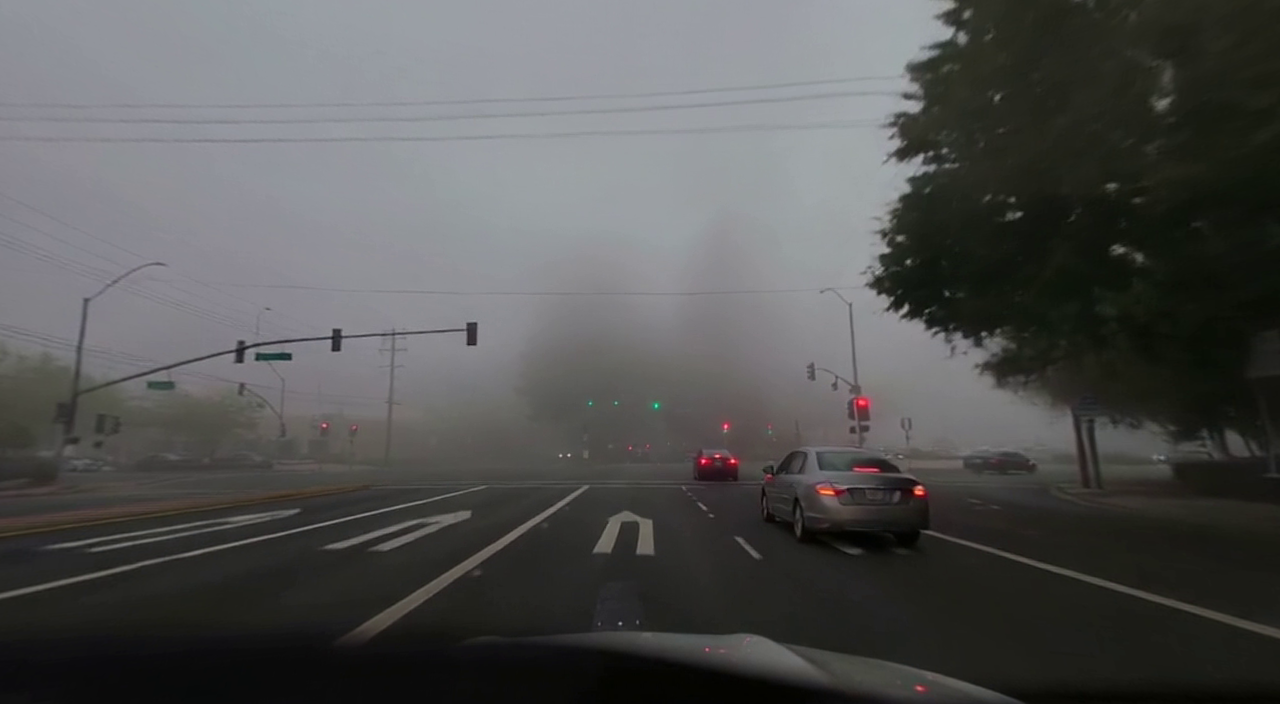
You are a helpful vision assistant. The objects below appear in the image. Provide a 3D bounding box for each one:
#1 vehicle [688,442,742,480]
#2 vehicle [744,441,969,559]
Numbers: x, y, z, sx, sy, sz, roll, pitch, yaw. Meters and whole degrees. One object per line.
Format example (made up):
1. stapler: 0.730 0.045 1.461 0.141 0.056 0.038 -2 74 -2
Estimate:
1. vehicle: 3.586 5.283 30.792 2.128 1.699 4.222 0 -8 0
2. vehicle: 3.076 2.185 10.160 2.004 1.455 4.417 0 -9 -1
